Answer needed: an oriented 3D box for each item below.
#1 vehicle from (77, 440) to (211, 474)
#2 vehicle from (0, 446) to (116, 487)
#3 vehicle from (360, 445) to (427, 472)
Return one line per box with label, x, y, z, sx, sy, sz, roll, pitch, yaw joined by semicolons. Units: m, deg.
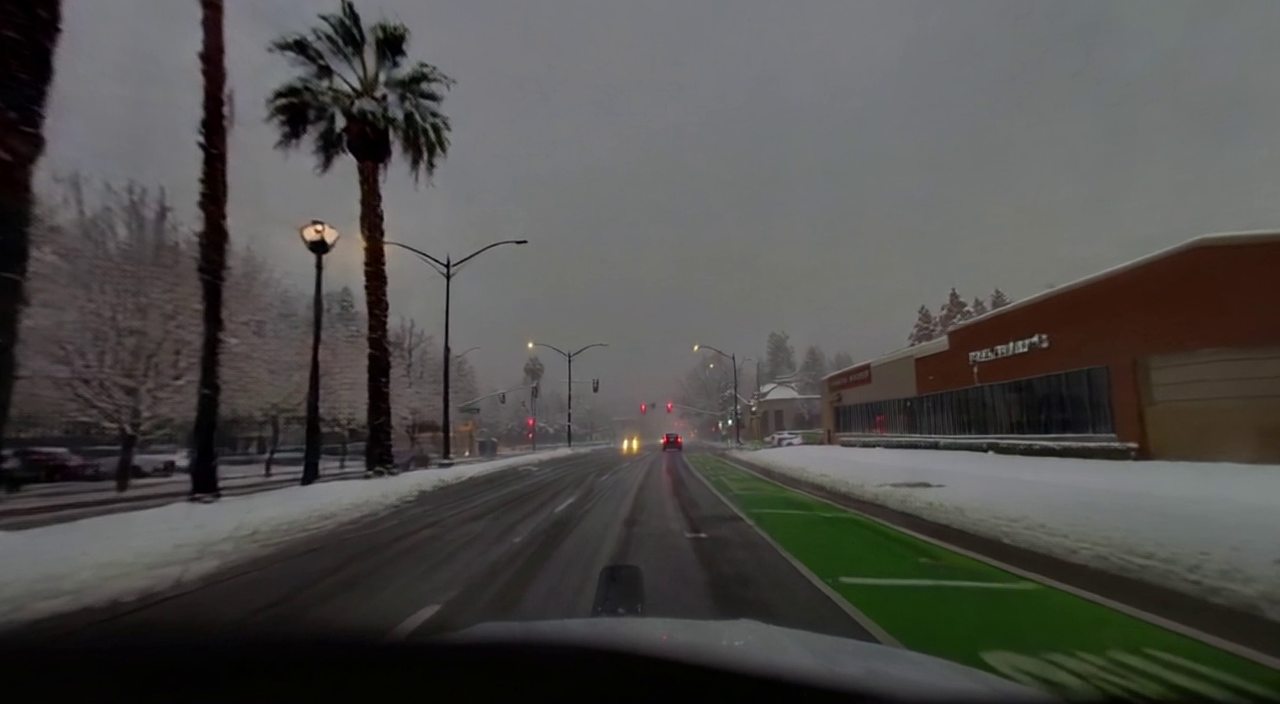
vehicle;-29.150;6.189;37.269;5.940;1.904;2.360;-1;-8;2
vehicle;-29.548;5.738;31.866;4.220;1.953;2.187;-1;-8;3
vehicle;-17.071;7.378;44.066;2.178;1.779;5.406;-1;-8;4
